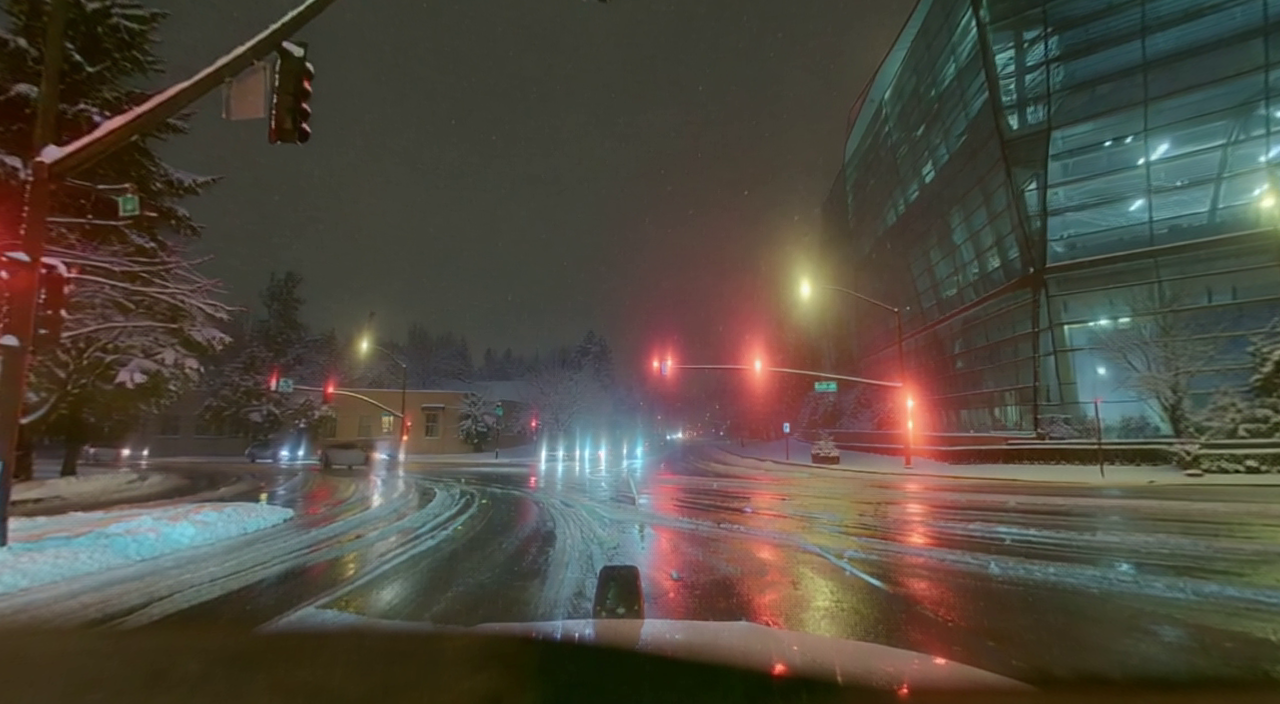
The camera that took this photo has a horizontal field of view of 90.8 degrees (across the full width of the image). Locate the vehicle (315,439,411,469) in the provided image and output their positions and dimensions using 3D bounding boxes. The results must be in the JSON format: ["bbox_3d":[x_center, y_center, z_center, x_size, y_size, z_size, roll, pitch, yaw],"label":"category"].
[{"bbox_3d":[-14.961,5.464,34.006,5.408,1.505,2.091,-6,-10,33],"label":"vehicle"}]

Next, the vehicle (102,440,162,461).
[{"bbox_3d":[-38.674,7.491,48.077,4.380,1.455,1.869,-5,-10,28],"label":"vehicle"}]
